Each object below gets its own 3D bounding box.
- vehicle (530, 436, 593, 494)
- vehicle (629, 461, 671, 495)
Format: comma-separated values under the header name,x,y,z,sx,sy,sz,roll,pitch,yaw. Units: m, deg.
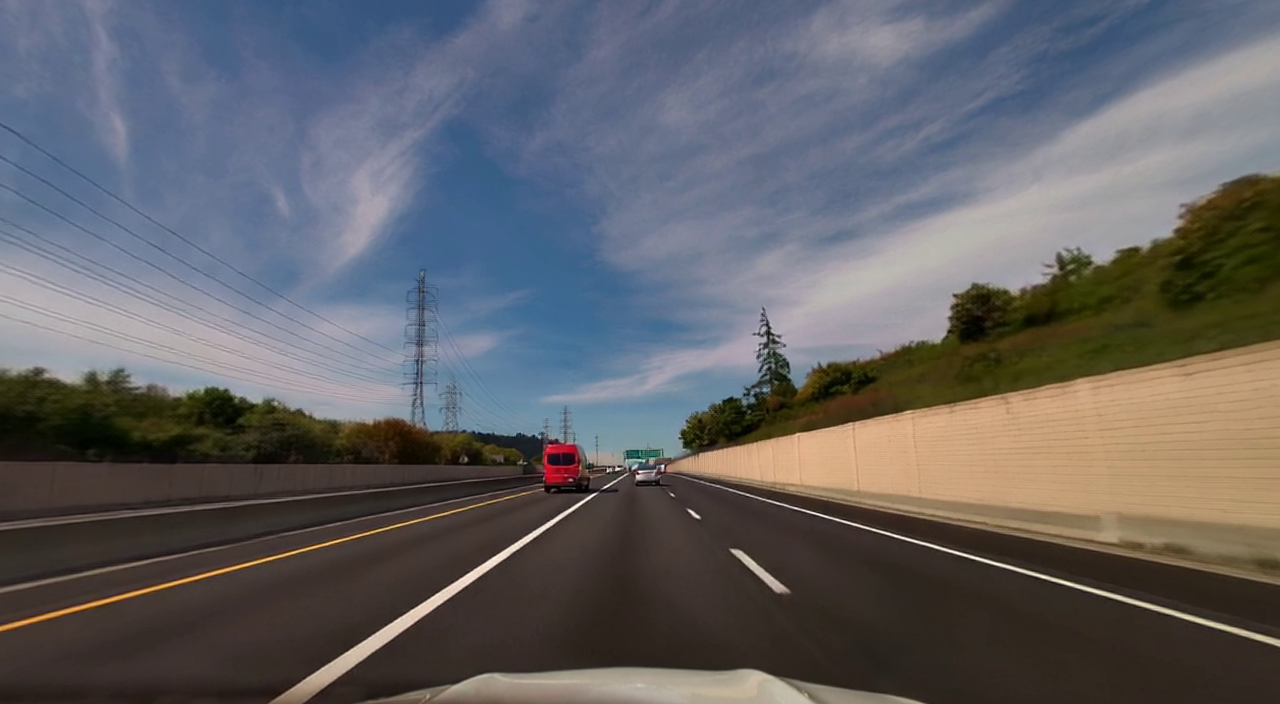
name,x,y,z,sx,sy,sz,roll,pitch,yaw
vehicle,-3.878,5.871,32.571,2.394,2.609,6.875,1,-11,0
vehicle,0.460,6.356,31.831,2.006,1.554,3.863,1,-10,0
